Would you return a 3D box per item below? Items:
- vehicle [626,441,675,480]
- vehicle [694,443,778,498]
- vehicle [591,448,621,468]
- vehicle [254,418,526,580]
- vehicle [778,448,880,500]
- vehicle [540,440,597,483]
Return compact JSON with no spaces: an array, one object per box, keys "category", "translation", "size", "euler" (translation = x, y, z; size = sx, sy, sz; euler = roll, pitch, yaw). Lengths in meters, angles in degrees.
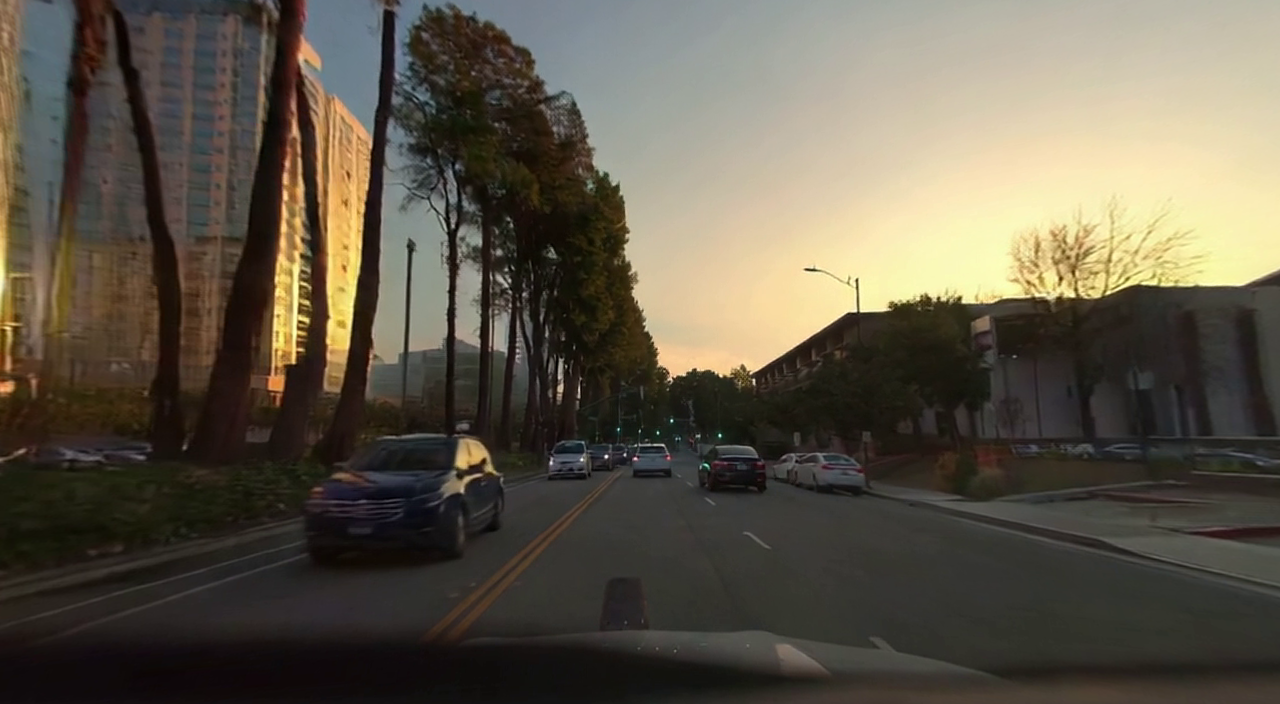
[{"category":"vehicle","translation":[0.445,4.989,29.119],"size":[2.105,1.653,3.887],"euler":[0,-9,0]},{"category":"vehicle","translation":[2.910,3.692,20.053],"size":[1.991,1.536,4.116],"euler":[0,-9,-1]},{"category":"vehicle","translation":[-2.578,8.182,48.695],"size":[2.007,1.465,4.440],"euler":[0,-9,1]},{"category":"vehicle","translation":[-3.075,1.905,8.973],"size":[2.065,1.708,4.311],"euler":[0,-9,0]},{"category":"vehicle","translation":[5.913,3.839,20.374],"size":[1.885,1.467,4.546],"euler":[0,-9,0]},{"category":"vehicle","translation":[-3.187,4.989,28.975],"size":[2.041,1.788,4.527],"euler":[0,-9,1]}]
